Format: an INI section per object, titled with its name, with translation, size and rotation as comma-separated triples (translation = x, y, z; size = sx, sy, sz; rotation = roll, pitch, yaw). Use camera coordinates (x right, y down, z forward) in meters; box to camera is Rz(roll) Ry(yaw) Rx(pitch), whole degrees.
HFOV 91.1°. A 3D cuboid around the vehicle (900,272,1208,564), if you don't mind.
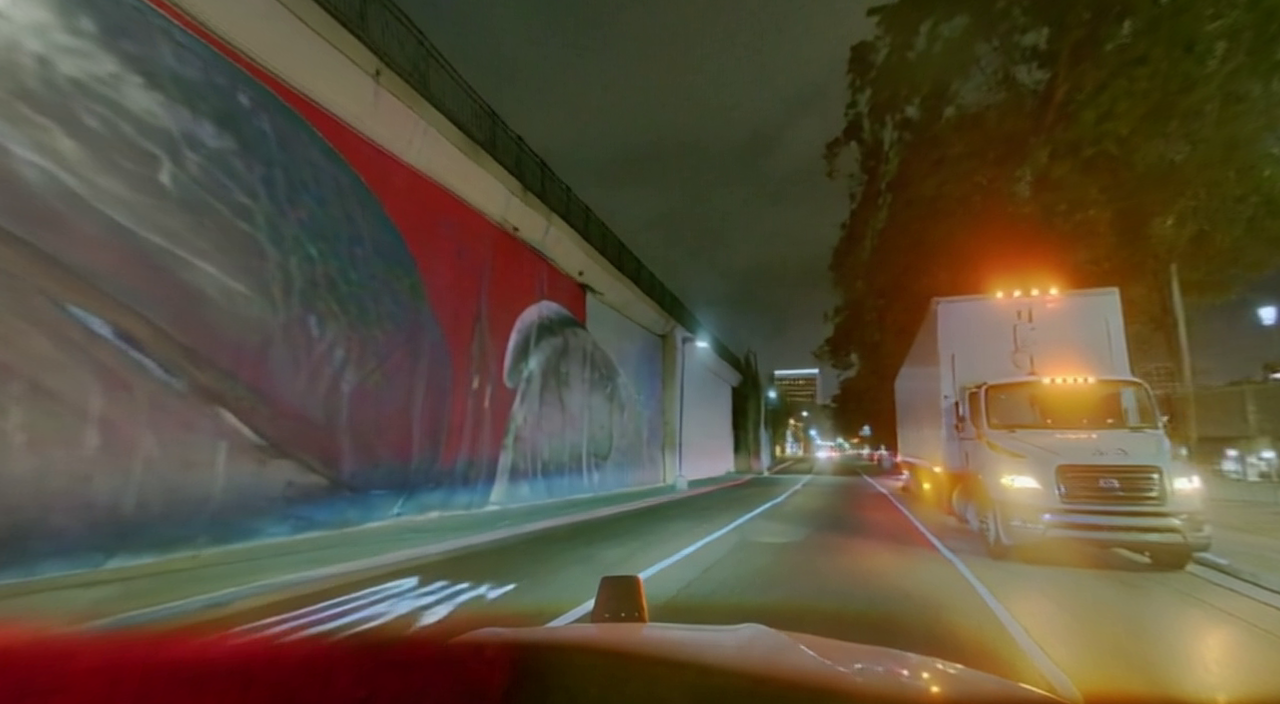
[vehicle]
translation = 7.487, 1.533, 13.246
size = 2.849, 3.893, 9.347
rotation = -3, -9, 18
